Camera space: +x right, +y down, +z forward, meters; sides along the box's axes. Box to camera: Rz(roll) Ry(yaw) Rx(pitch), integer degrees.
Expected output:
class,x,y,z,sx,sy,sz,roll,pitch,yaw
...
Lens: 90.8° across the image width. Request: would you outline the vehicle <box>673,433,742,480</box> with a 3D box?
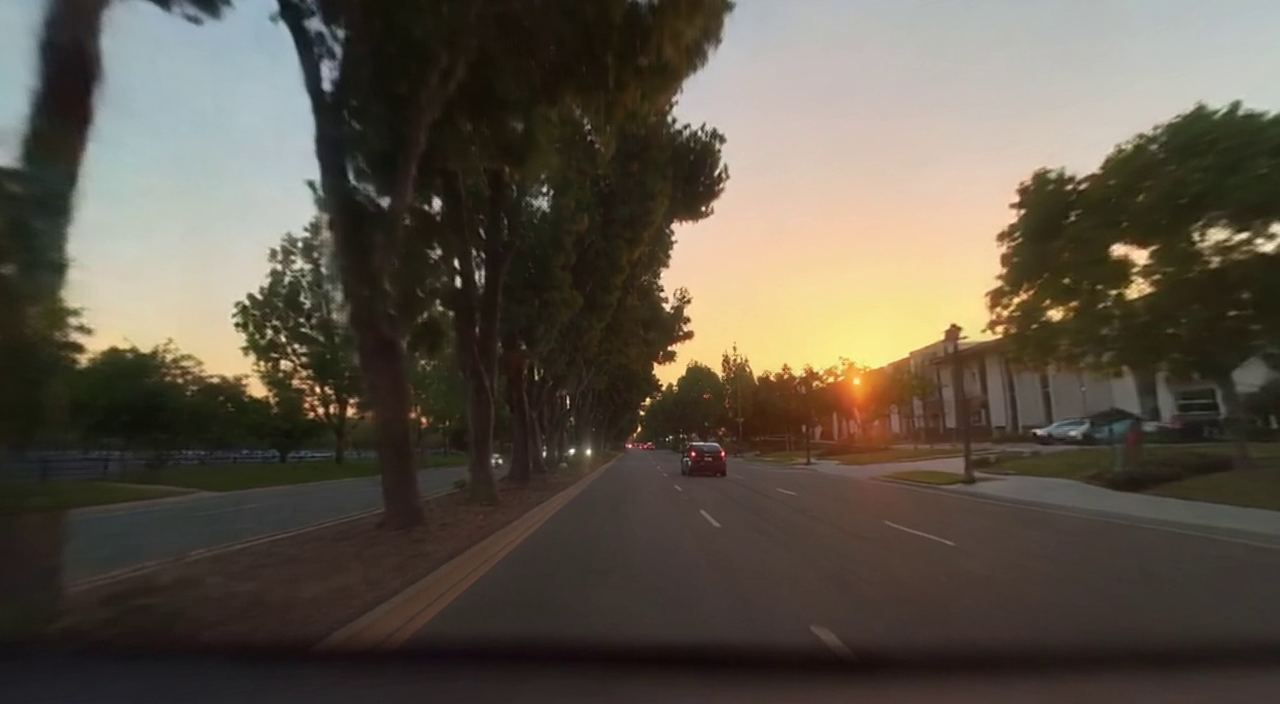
class,x,y,z,sx,sy,sz,roll,pitch,yaw
vehicle,2.666,4.293,26.181,2.240,1.740,4.605,0,-8,-2
